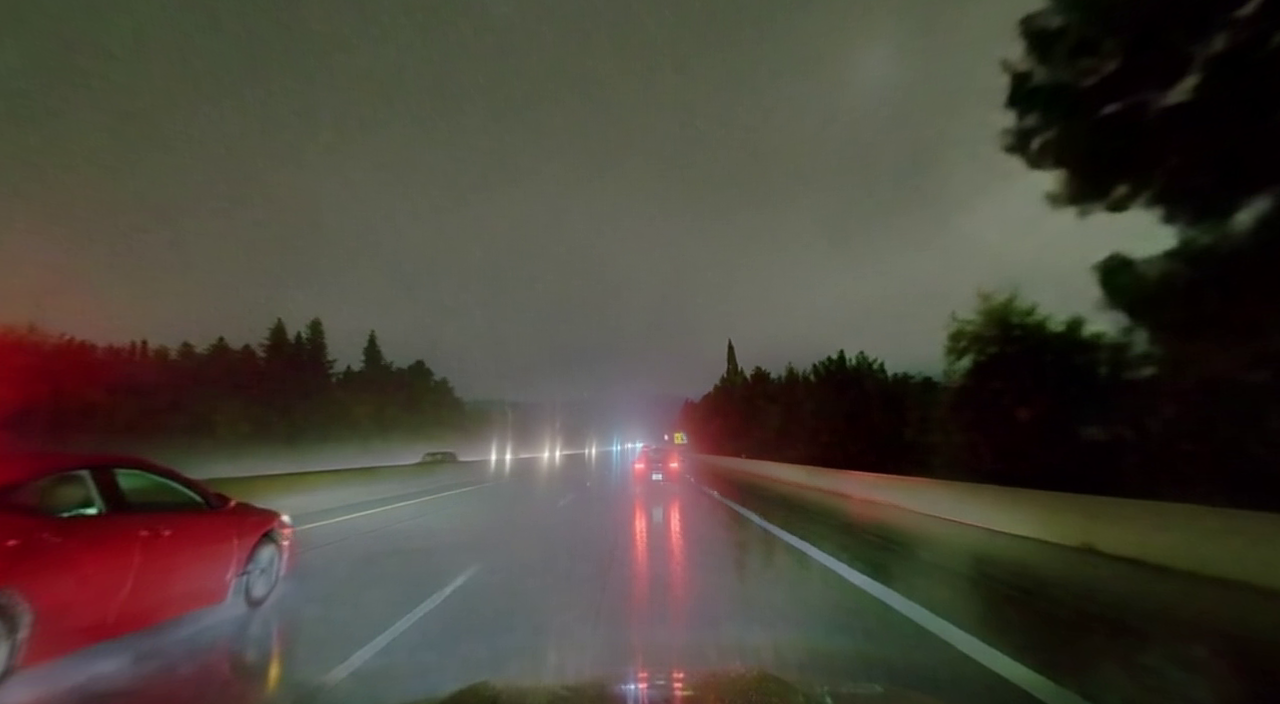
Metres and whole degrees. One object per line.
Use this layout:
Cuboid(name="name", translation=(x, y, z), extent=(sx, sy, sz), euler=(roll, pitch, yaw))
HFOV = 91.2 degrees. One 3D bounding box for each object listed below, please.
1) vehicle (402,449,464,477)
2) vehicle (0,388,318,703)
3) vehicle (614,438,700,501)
Cuboid(name="vehicle", translation=(-12.706, 6.818, 38.777), extent=(1.888, 1.547, 4.445), euler=(-1, -9, 7))
Cuboid(name="vehicle", translation=(-3.692, 1.036, 3.191), extent=(2.083, 1.548, 4.251), euler=(0, -9, -4))
Cuboid(name="vehicle", translation=(0.341, 3.213, 17.515), extent=(2.021, 1.533, 4.014), euler=(0, -9, -4))
